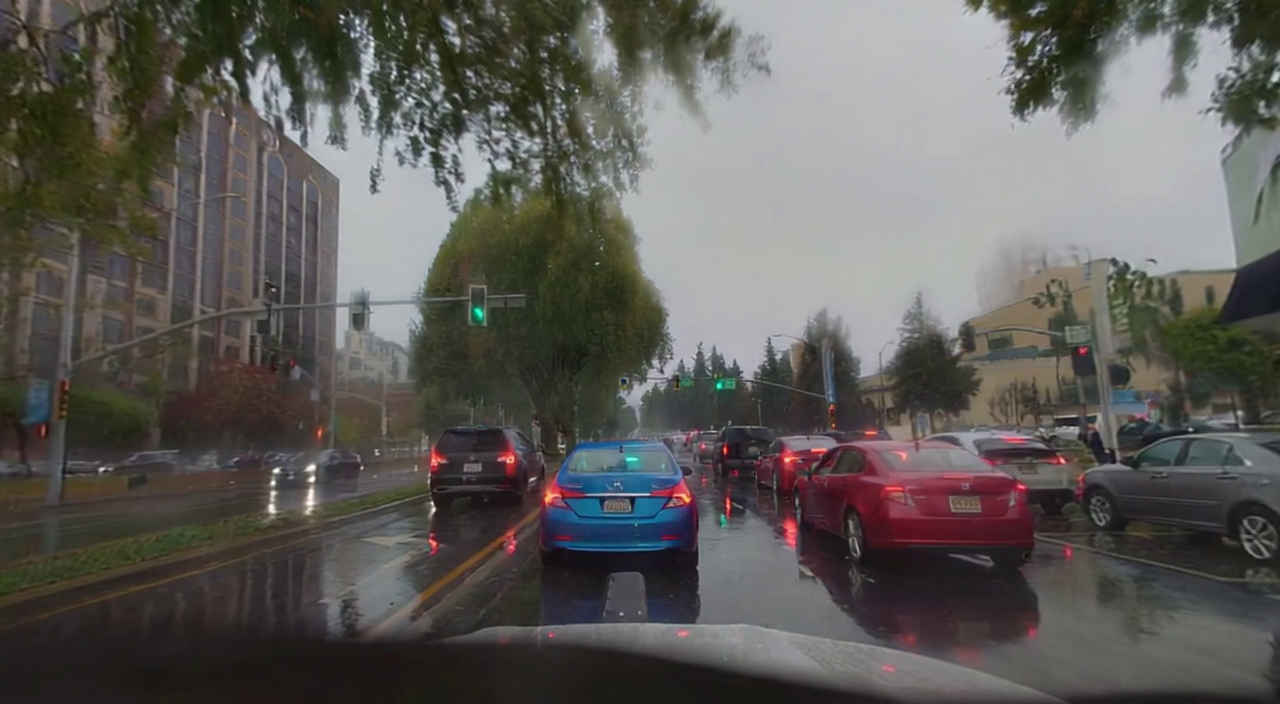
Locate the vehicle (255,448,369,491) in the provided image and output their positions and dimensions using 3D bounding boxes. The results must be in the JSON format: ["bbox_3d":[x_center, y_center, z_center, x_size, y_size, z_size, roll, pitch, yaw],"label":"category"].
[{"bbox_3d":[-12.413,4.451,24.282,1.872,1.463,4.455,0,-8,2],"label":"vehicle"}]

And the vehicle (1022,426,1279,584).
[{"bbox_3d":[7.189,1.733,7.829,2.004,1.508,4.646,0,-8,0],"label":"vehicle"}]

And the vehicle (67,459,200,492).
[{"bbox_3d":[-25.283,6.147,31.723,4.679,1.488,2.052,2,-9,-13],"label":"vehicle"}]

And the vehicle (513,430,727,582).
[{"bbox_3d":[-0.177,1.812,8.225,2.098,1.477,3.897,0,-8,1],"label":"vehicle"}]

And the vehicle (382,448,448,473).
[{"bbox_3d":[-16.216,7.806,45.805,1.925,1.686,4.761,-3,-9,19],"label":"vehicle"}]

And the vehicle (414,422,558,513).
[{"bbox_3d":[-3.452,2.718,15.410,2.160,1.823,5.115,0,-8,1],"label":"vehicle"}]

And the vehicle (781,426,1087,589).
[{"bbox_3d":[3.234,1.769,8.073,2.020,1.513,4.120,0,-8,2],"label":"vehicle"}]
